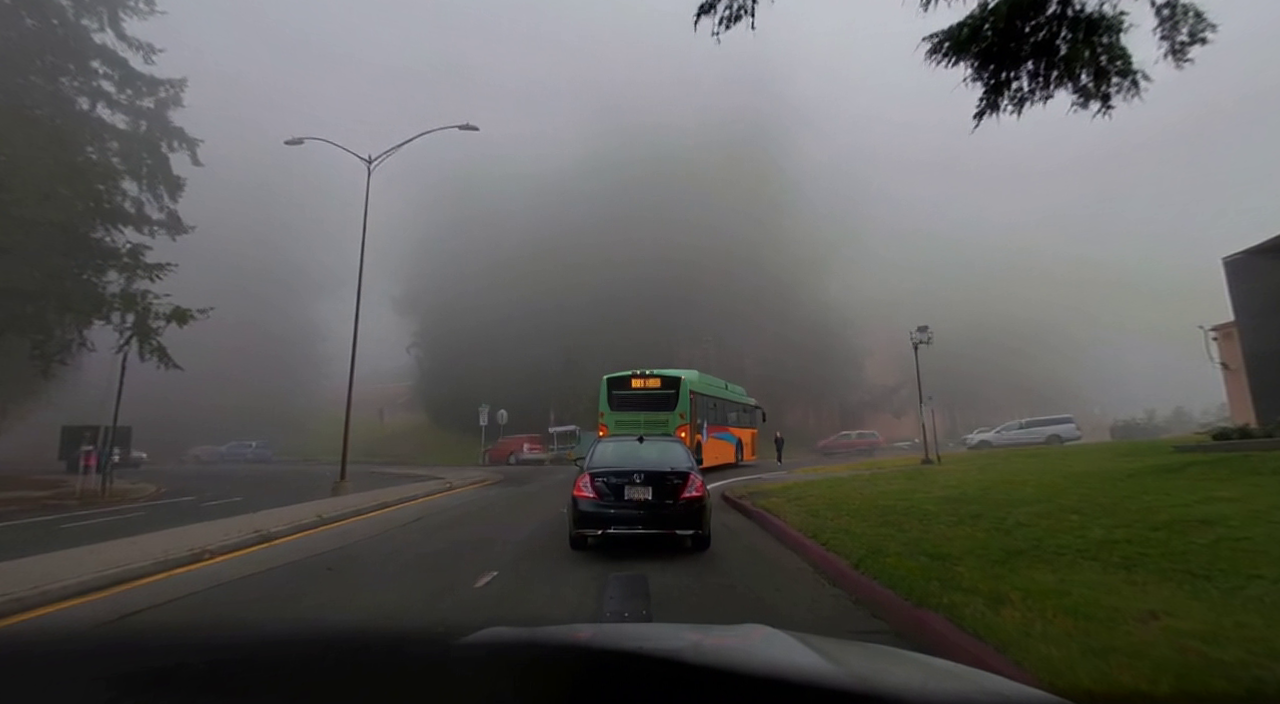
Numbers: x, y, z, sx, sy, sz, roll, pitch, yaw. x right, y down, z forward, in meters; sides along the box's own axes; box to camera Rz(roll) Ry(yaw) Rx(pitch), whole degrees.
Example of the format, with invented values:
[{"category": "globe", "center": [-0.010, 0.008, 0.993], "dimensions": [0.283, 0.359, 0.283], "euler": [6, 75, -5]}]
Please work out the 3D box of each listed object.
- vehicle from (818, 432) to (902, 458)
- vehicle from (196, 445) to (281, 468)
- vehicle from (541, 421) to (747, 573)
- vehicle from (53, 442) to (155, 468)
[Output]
[{"category": "vehicle", "center": [12.921, 5.475, 37.117], "dimensions": [4.338, 1.464, 1.782], "euler": [-5, -10, 29]}, {"category": "vehicle", "center": [-25.996, 6.791, 41.005], "dimensions": [4.403, 1.422, 1.697], "euler": [4, -9, -25]}, {"category": "vehicle", "center": [0.078, 1.714, 8.213], "dimensions": [2.020, 1.478, 3.922], "euler": [0, -8, 1]}, {"category": "vehicle", "center": [-32.071, 6.172, 37.885], "dimensions": [4.473, 1.442, 1.743], "euler": [7, -11, -39]}]
